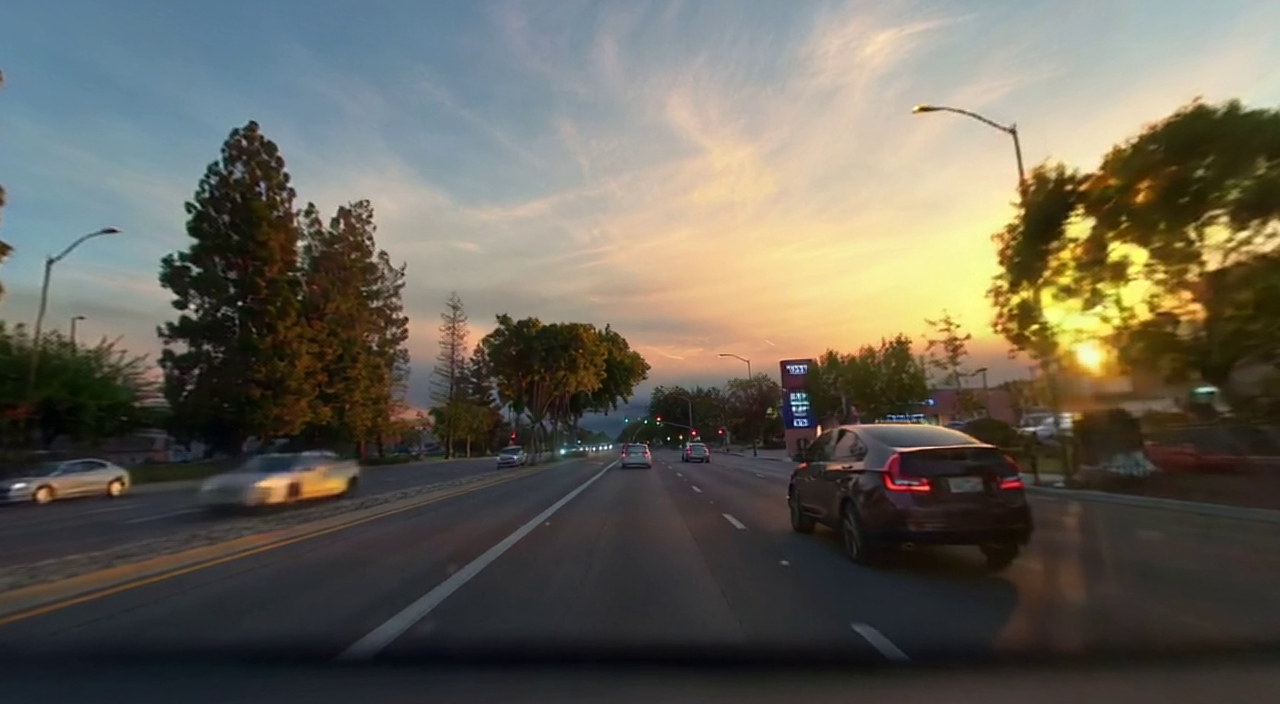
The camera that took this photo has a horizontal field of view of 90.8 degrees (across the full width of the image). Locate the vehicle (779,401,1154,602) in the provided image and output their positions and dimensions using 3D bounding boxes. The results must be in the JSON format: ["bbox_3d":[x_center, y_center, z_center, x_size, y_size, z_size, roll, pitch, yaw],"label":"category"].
[{"bbox_3d":[3.182,1.552,7.440,2.022,1.643,4.326,0,-8,-1],"label":"vehicle"}]

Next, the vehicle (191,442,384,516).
[{"bbox_3d":[-8.220,2.960,15.369,2.062,1.499,4.528,0,-8,1],"label":"vehicle"}]

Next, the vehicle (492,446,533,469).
[{"bbox_3d":[-8.604,7.105,42.900,1.862,1.446,4.333,0,-8,1],"label":"vehicle"}]

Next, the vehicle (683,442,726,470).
[{"bbox_3d":[3.520,5.741,35.077,1.889,1.473,4.303,0,-8,-1],"label":"vehicle"}]

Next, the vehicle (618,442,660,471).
[{"bbox_3d":[-0.066,5.638,34.421,2.135,1.468,4.076,0,-8,0],"label":"vehicle"}]

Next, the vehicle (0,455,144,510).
[{"bbox_3d":[-20.055,4.344,21.553,2.201,1.561,5.095,0,-8,-2],"label":"vehicle"}]
